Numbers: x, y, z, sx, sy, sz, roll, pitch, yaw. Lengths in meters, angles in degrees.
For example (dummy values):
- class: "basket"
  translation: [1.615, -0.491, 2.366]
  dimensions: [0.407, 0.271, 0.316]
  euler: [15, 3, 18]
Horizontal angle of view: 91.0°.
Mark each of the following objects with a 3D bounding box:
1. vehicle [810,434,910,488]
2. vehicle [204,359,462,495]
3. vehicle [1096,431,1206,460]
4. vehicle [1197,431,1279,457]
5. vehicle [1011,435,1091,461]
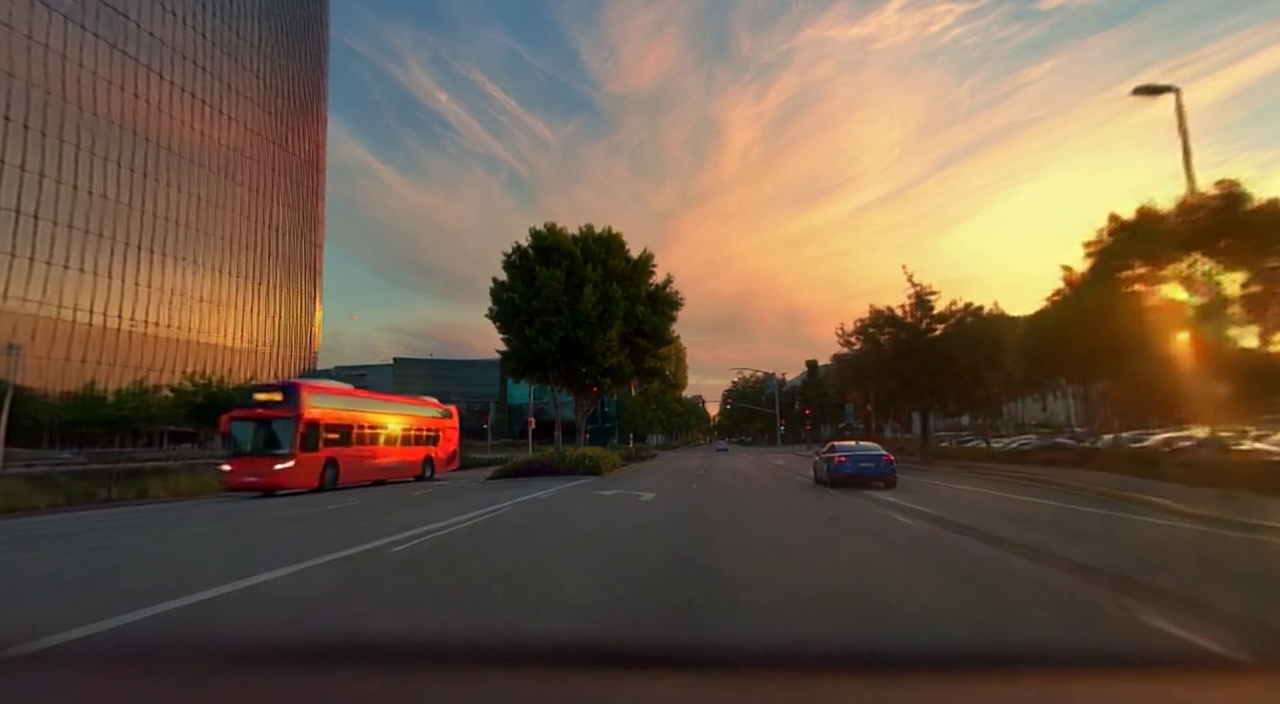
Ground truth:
- class: "vehicle"
  translation: [6.819, 3.418, 20.005]
  dimensions: [1.993, 1.501, 4.127]
  euler: [-1, -9, 5]
- class: "vehicle"
  translation: [-11.988, 3.473, 27.491]
  dimensions: [3.110, 4.418, 13.688]
  euler: [-1, -9, 6]
- class: "vehicle"
  translation: [26.946, 4.959, 33.327]
  dimensions: [3.983, 1.479, 1.857]
  euler: [-2, -9, 11]
- class: "vehicle"
  translation: [40.824, 6.173, 42.232]
  dimensions: [4.638, 1.678, 2.196]
  euler: [-1, -9, 5]
- class: "vehicle"
  translation: [26.919, 6.306, 41.313]
  dimensions: [3.824, 1.453, 1.894]
  euler: [-3, -7, 4]
